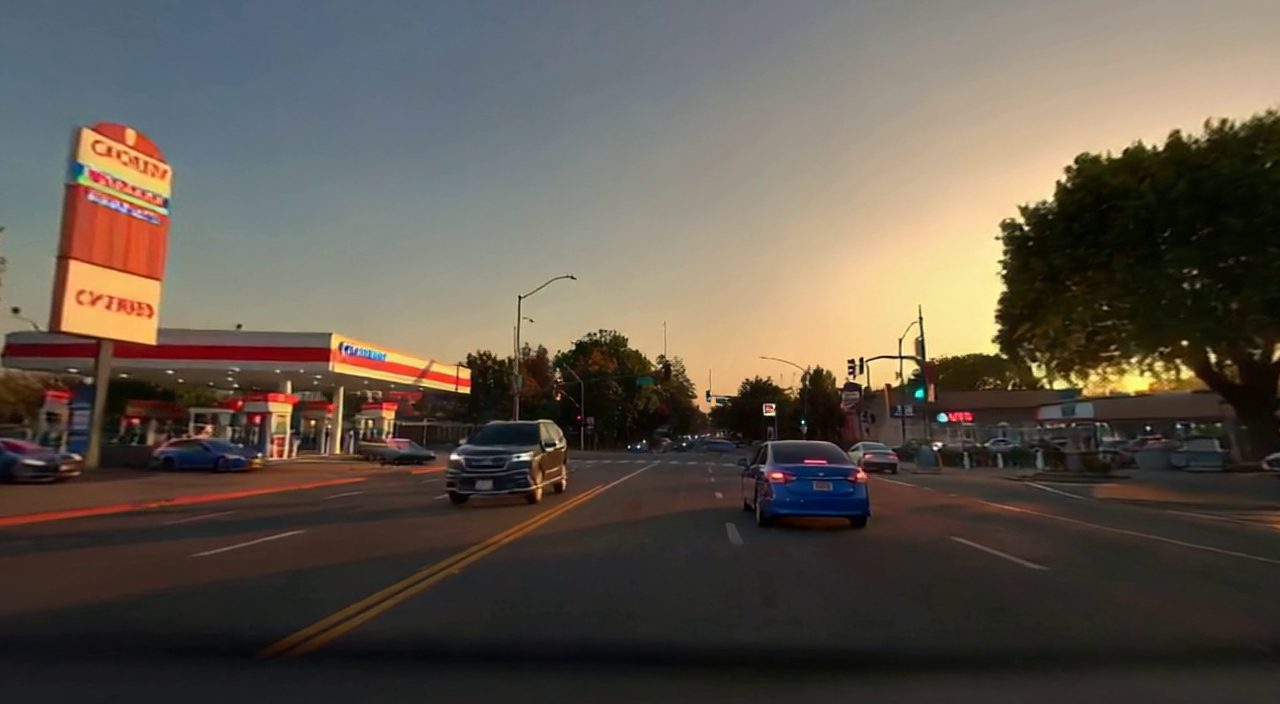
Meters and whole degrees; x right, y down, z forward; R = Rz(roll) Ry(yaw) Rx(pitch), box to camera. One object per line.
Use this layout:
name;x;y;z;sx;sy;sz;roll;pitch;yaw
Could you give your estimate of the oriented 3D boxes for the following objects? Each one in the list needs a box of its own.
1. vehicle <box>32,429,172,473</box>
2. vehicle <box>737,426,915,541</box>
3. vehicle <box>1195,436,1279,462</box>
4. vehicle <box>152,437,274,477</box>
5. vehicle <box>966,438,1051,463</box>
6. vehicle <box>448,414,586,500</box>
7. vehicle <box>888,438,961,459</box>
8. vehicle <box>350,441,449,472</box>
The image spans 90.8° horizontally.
vehicle;-24.466;4.505;28.774;4.975;1.863;2.443;-3;-9;18
vehicle;2.843;2.103;10.756;1.995;1.525;4.392;-1;-9;5
vehicle;40.209;6.416;41.907;4.568;1.643;1.911;-3;-9;19
vehicle;-17.894;4.377;26.485;4.610;1.515;2.112;-5;-10;26
vehicle;23.342;6.266;40.205;4.510;1.483;1.774;-5;-10;28
vehicle;-3.074;2.812;17.176;2.334;1.966;5.056;-1;-9;5
vehicle;21.431;7.308;47.666;4.681;1.495;2.096;-6;-10;32
vehicle;-12.707;5.514;33.634;1.854;1.501;4.561;-8;-11;40
